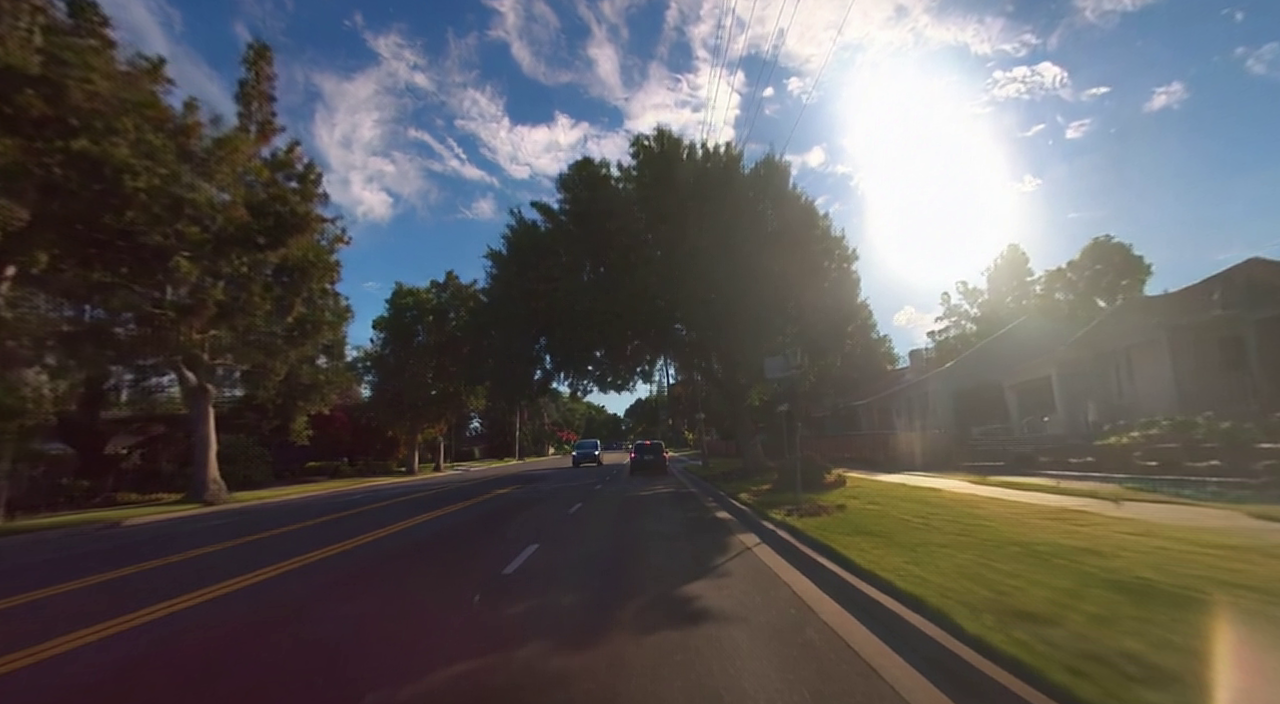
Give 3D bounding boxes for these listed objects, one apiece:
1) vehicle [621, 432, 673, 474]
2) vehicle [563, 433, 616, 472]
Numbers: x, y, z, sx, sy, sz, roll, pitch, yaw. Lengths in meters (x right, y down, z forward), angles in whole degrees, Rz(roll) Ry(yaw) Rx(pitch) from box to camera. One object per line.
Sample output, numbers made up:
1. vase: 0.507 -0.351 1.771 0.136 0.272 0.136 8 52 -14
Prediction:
1. vehicle: 0.280 4.478 28.001 2.120 1.718 3.909 0 -9 0
2. vehicle: -2.407 4.973 31.284 2.157 1.765 4.303 0 -9 2
